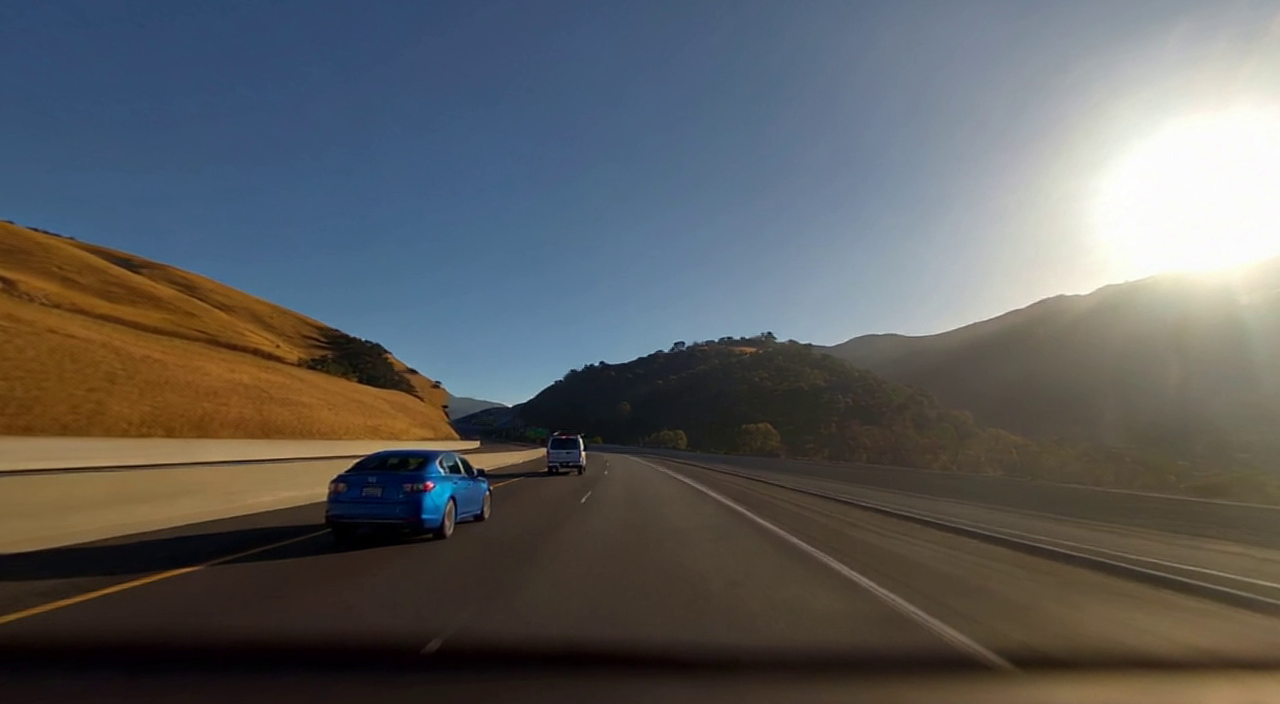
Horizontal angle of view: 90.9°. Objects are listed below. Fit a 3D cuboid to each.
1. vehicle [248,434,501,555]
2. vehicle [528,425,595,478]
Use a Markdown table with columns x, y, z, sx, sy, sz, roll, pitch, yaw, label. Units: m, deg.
| x | y | z | sx | sy | sz | roll | pitch | yaw | label |
| --- | --- | --- | --- | --- | --- | --- | --- | --- | --- |
| -3.887 | 2.154 | 10.354 | 2.097 | 1.511 | 4.585 | 0 | -8 | 1 | vehicle |
| -3.471 | 4.604 | 29.283 | 2.444 | 2.204 | 5.568 | 0 | -9 | -1 | vehicle |
